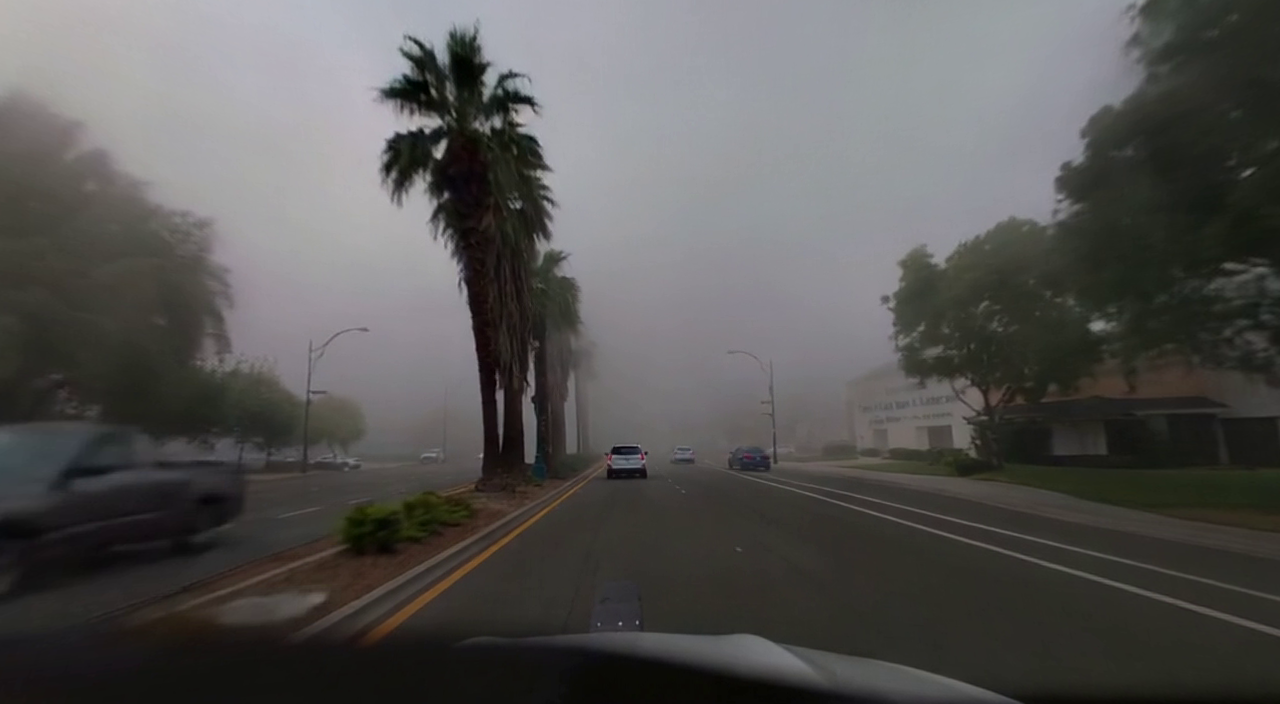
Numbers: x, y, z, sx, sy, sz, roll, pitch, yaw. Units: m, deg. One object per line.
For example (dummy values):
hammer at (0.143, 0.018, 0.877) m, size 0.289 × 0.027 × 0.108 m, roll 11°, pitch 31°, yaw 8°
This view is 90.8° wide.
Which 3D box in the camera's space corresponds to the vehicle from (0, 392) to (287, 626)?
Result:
vehicle at (-5.889, 1.440, 6.469) m, size 2.156 × 1.702 × 4.379 m, roll 0°, pitch -9°, yaw -3°

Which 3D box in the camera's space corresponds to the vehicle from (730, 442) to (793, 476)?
vehicle at (6.150, 5.470, 32.580) m, size 2.244 × 1.618 × 4.585 m, roll 0°, pitch -9°, yaw -2°

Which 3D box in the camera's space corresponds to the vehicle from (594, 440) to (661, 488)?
vehicle at (-0.395, 3.865, 21.999) m, size 2.106 × 1.496 × 3.964 m, roll 0°, pitch -9°, yaw 0°
